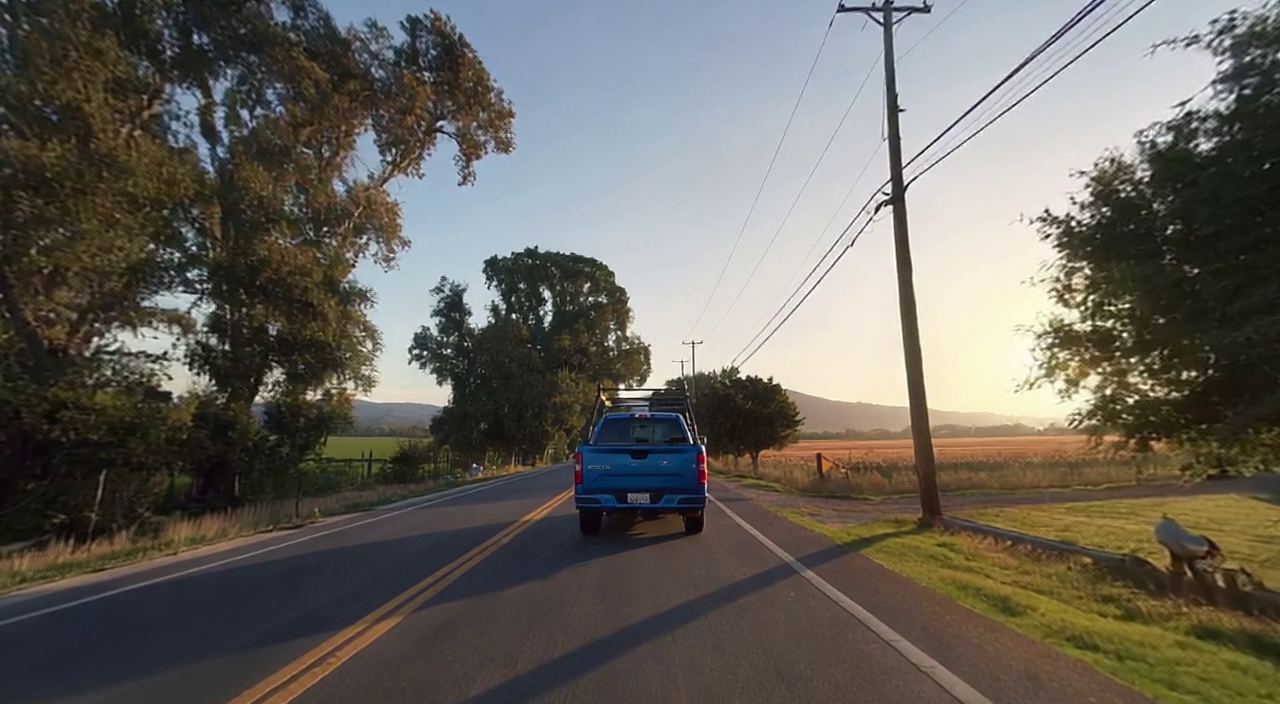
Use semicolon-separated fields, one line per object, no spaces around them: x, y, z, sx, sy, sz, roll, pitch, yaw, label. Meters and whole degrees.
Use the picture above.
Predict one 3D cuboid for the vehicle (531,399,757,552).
0.015;1.958;10.794;2.774;1.861;5.885;0;-8;-1;vehicle
